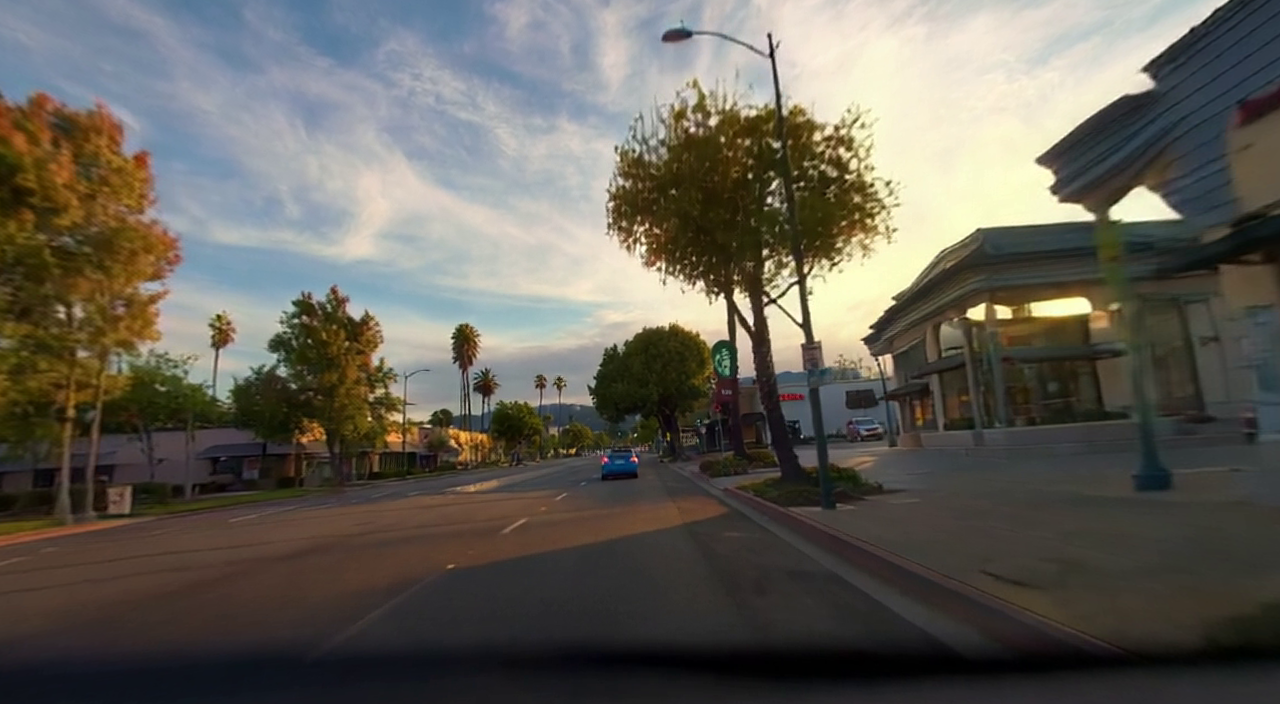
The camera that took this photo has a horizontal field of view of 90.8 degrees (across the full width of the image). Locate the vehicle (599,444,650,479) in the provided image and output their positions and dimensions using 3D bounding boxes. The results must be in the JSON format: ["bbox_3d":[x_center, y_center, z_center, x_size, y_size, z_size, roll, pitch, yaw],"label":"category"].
[{"bbox_3d":[-0.668,4.987,29.191,2.156,1.462,4.495,0,-8,0],"label":"vehicle"}]

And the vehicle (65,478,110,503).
[{"bbox_3d":[-43.413,10.864,49.714,2.106,1.639,4.127,6,-10,-35],"label":"vehicle"}]

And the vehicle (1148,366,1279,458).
[{"bbox_3d":[12.589,1.104,11.607,1.873,1.657,4.557,5,-10,-30],"label":"vehicle"}]
